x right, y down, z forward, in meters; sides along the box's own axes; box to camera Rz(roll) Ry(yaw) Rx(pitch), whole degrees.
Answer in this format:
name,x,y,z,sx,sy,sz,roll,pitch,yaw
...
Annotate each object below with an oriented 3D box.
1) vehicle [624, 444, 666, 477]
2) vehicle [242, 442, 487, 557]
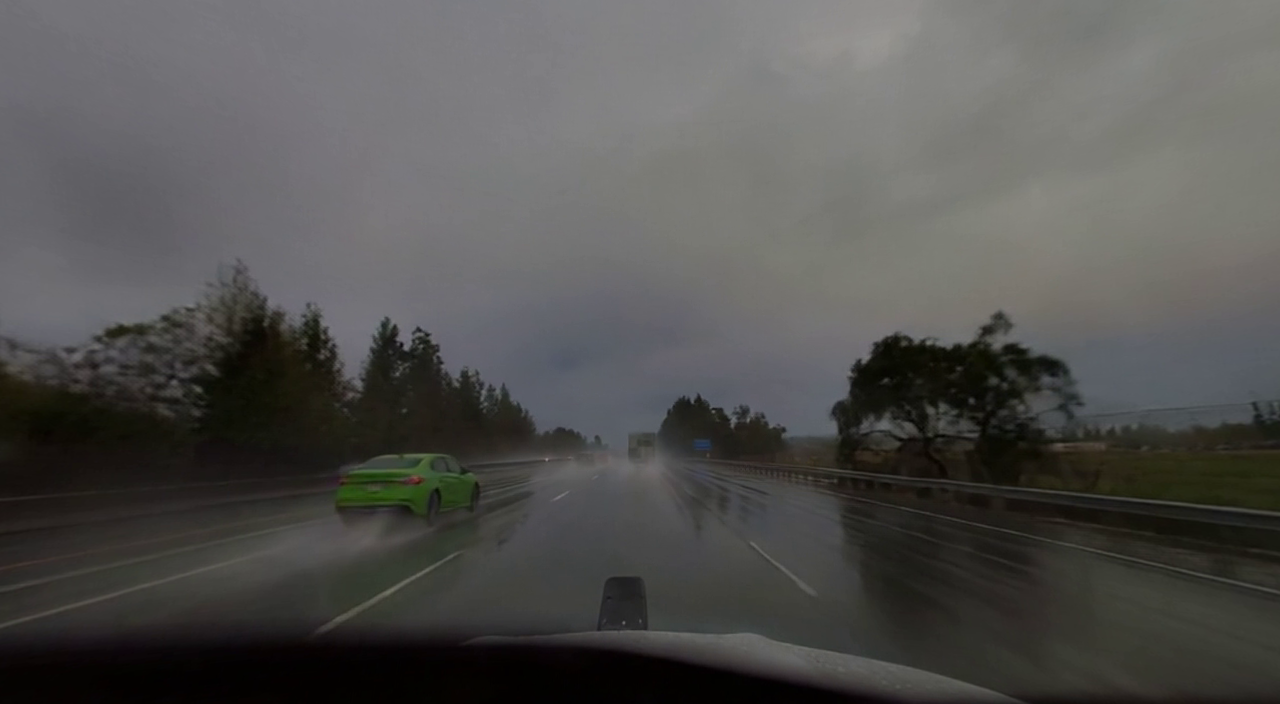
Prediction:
name,x,y,z,sx,sy,sz,roll,pitch,yaw
vehicle,0.261,5.977,34.769,2.172,1.687,3.929,0,-9,0
vehicle,-4.115,2.255,10.416,1.998,1.460,4.422,0,-9,1
